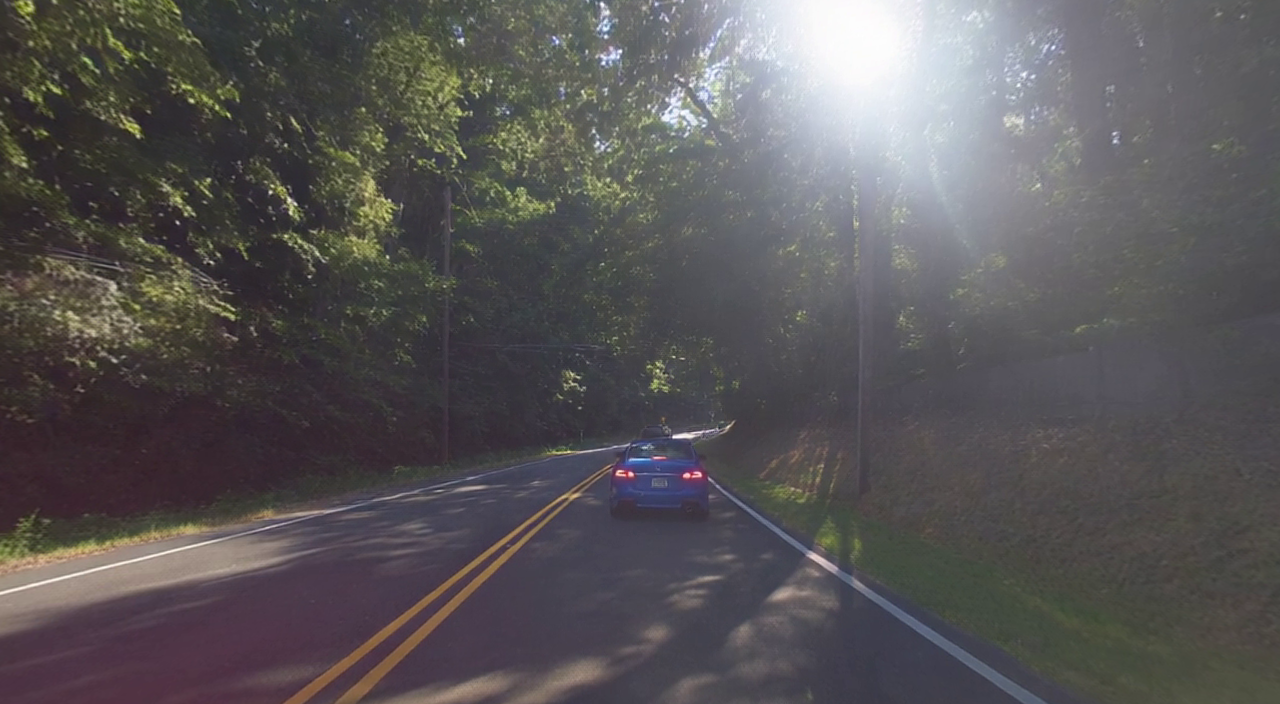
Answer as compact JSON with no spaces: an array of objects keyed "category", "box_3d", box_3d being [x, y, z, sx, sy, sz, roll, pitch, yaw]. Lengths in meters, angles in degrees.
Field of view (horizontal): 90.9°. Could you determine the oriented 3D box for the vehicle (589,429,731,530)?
[{"category":"vehicle","box_3d":[0.320,2.255,11.671,2.187,1.533,3.726,0,-8,0]}]
